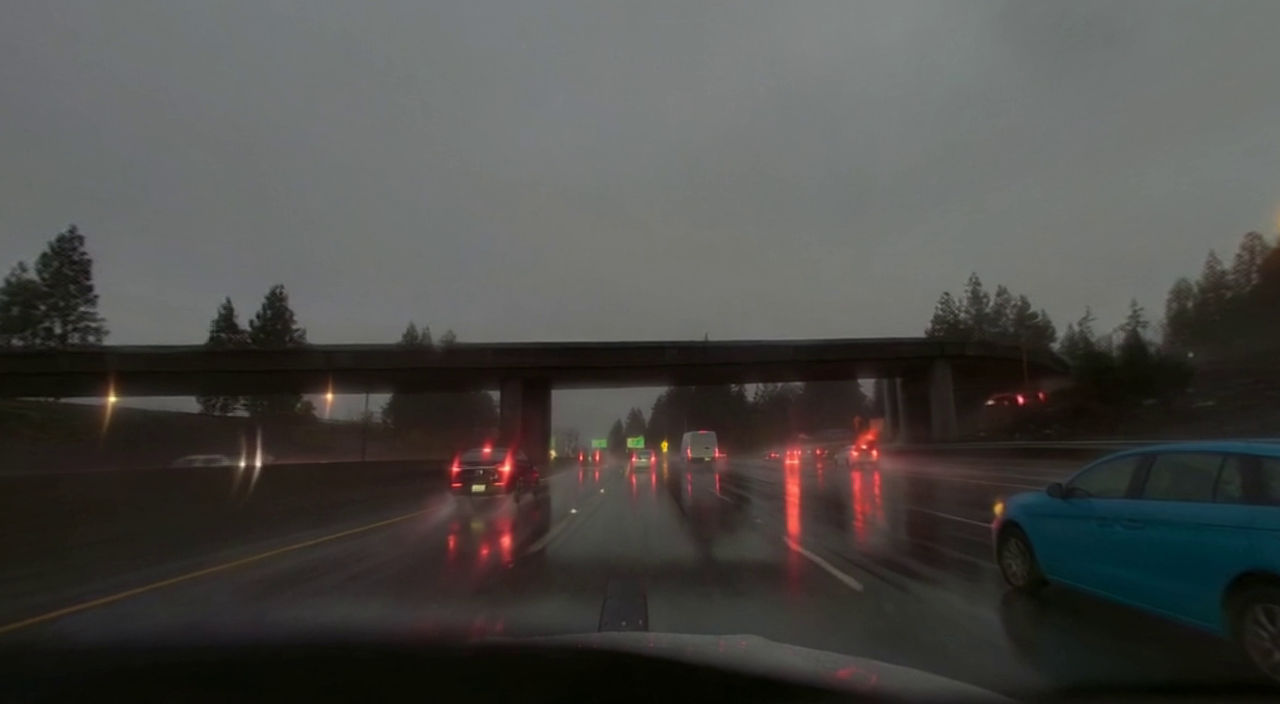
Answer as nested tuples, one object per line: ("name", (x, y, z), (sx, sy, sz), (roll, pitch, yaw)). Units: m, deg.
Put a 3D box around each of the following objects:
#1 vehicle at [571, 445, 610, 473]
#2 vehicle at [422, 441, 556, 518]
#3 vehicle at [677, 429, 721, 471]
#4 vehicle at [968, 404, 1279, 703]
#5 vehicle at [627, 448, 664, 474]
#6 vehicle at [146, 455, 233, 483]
("vehicle", (-3.209, 6.981, 41.349), (2.078, 1.706, 4.298), (-1, -8, 2))
("vehicle", (-3.385, 2.926, 15.032), (2.137, 1.562, 3.926), (0, -8, 2))
("vehicle", (4.117, 7.014, 45.313), (2.436, 2.745, 6.607), (0, -9, -1))
("vehicle", (4.070, 1.100, 3.467), (2.085, 1.558, 4.466), (0, -8, -1))
("vehicle", (0.304, 6.688, 38.765), (2.174, 1.467, 4.005), (0, -8, 0))
("vehicle", (-26.289, 6.808, 36.971), (1.981, 1.424, 4.195), (0, -9, 0))
